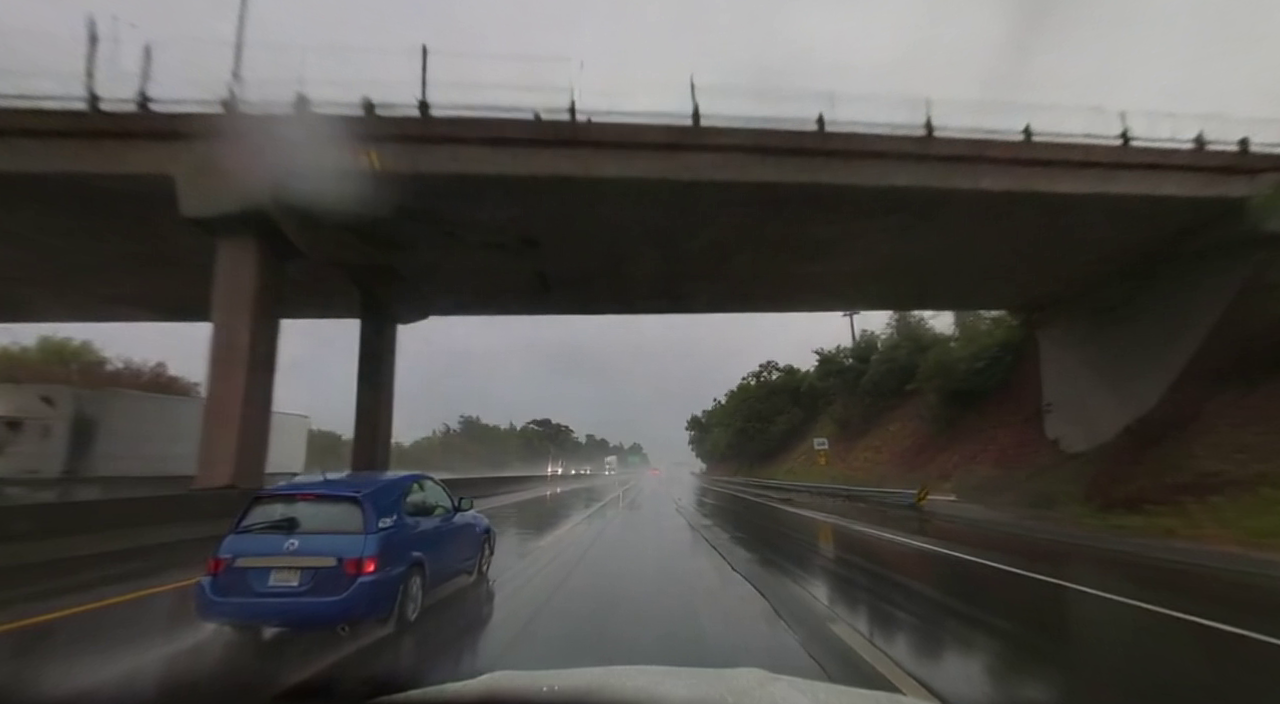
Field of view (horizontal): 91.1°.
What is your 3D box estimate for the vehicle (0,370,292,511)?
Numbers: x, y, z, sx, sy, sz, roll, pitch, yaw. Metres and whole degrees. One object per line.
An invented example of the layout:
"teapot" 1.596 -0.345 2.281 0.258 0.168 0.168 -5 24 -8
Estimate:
"vehicle" -19.404 3.801 25.124 2.892 4.079 13.485 0 -11 1
